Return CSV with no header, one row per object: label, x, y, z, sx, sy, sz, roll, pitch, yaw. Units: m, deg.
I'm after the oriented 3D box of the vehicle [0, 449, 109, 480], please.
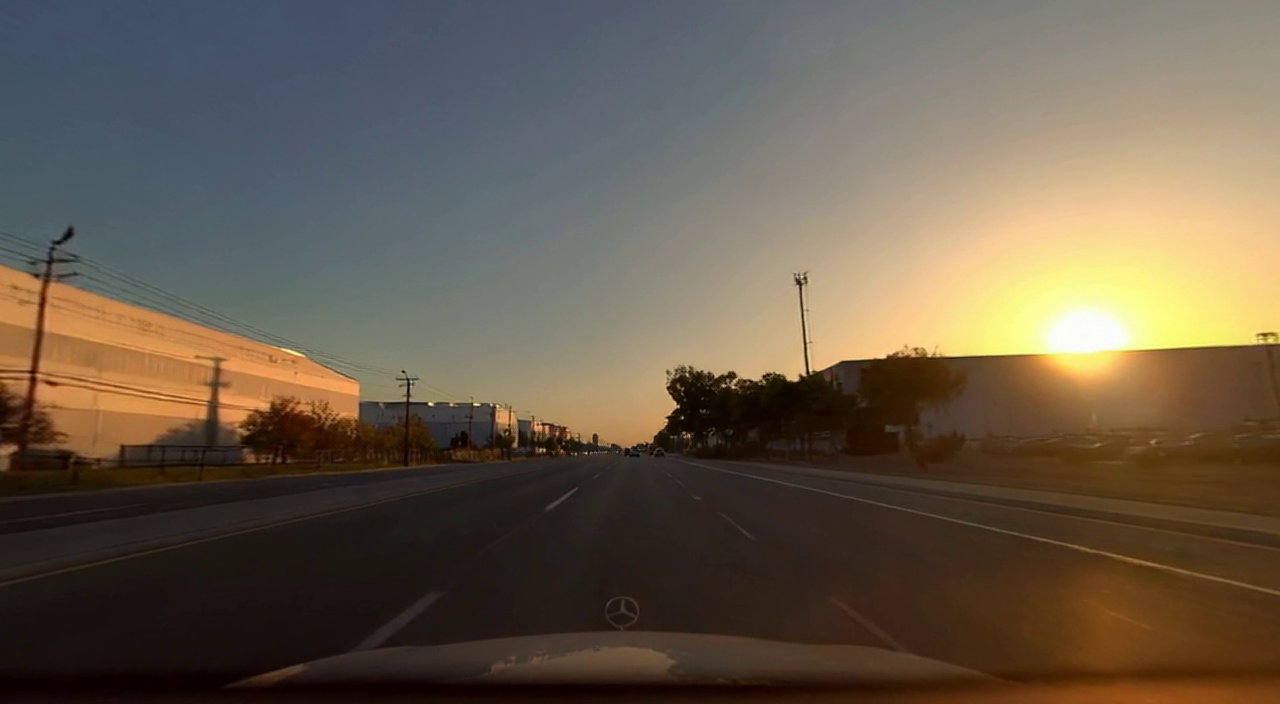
vehicle,-45.169,8.493,47.966,6.764,2.228,2.967,1,-9,-3
